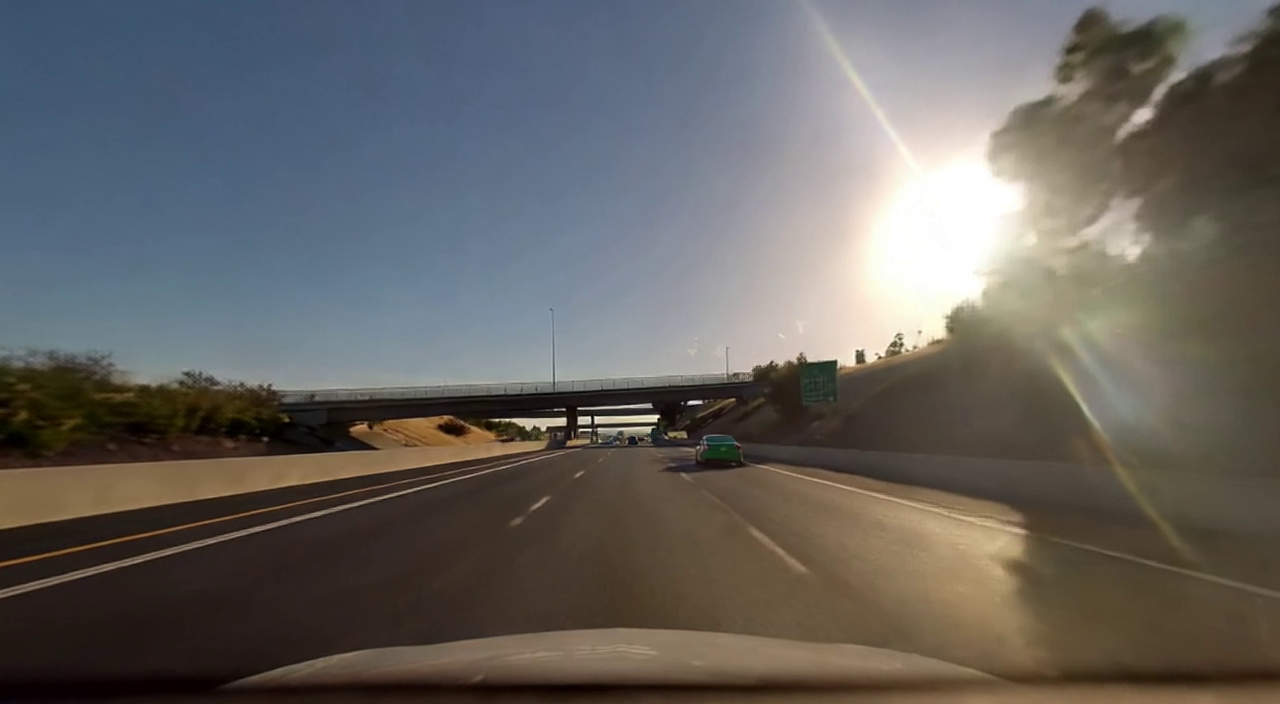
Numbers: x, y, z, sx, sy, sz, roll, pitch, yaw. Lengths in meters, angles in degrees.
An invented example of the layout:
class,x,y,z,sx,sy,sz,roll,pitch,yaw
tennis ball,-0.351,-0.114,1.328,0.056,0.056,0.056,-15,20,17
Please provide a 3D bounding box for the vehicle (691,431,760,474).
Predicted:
class,x,y,z,sx,sy,sz,roll,pitch,yaw
vehicle,3.158,3.808,24.040,1.946,1.481,3.969,0,-8,-1
